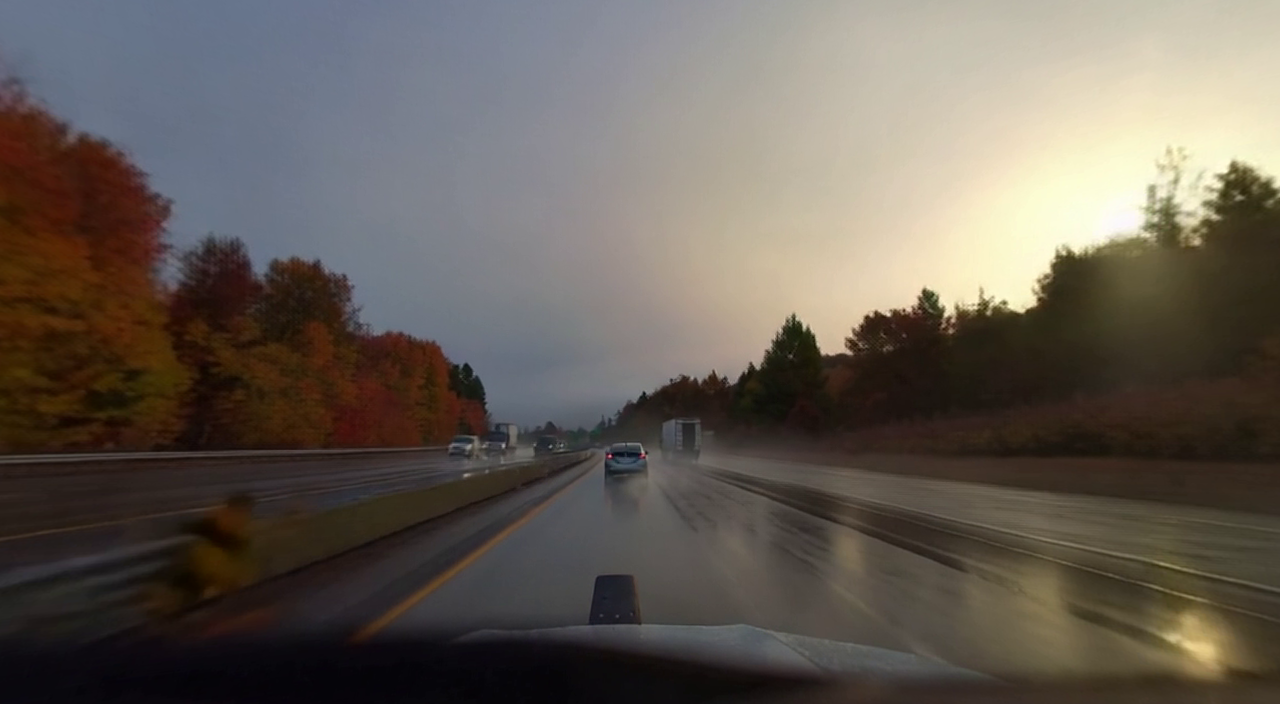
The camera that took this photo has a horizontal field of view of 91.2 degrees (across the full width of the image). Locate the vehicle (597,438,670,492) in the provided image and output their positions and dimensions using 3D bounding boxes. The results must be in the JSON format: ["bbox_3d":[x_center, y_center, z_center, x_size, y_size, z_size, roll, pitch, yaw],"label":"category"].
[{"bbox_3d":[-0.227,3.557,20.057,2.099,1.506,4.097,0,-9,-1],"label":"vehicle"}]

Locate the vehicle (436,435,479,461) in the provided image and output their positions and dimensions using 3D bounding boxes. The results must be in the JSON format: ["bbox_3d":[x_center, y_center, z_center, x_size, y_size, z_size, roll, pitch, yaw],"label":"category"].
[{"bbox_3d":[-14.005,7.433,48.362,2.059,1.899,4.680,0,-9,-1],"label":"vehicle"}]
